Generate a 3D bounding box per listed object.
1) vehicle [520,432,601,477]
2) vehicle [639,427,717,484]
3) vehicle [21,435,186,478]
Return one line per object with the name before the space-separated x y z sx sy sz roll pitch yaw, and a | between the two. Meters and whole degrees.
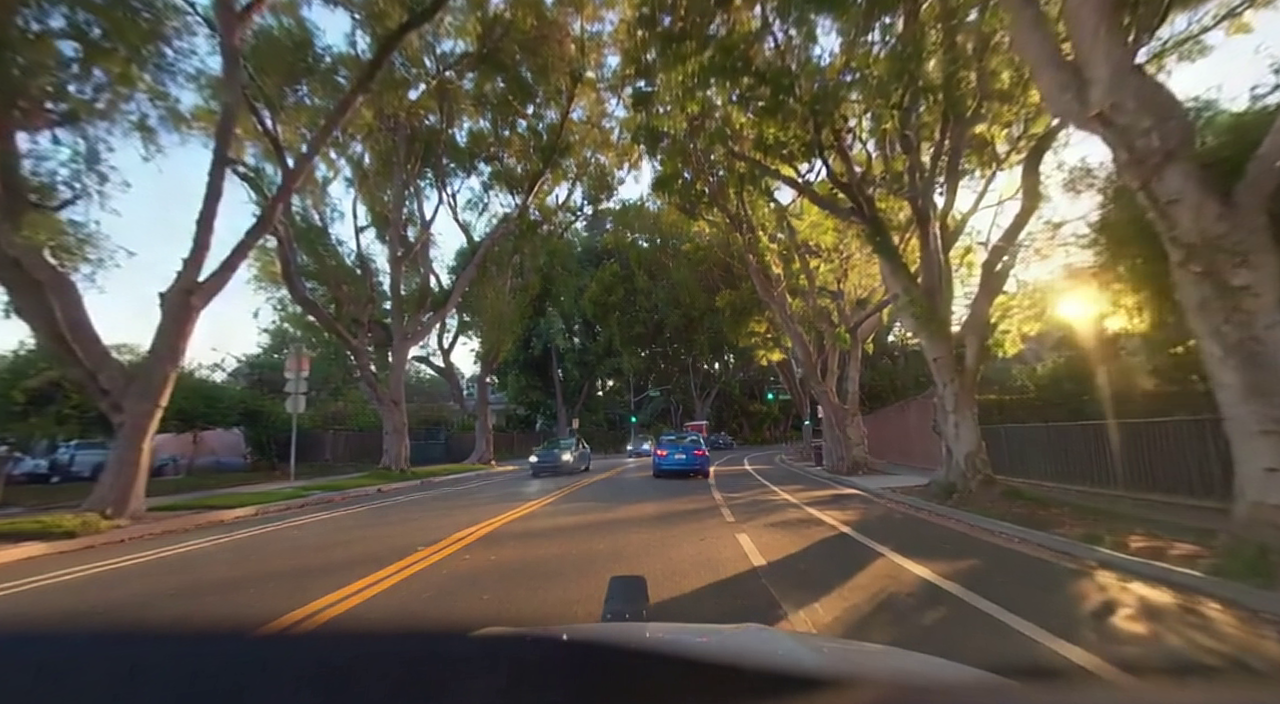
vehicle | -2.827 3.752 23.457 1.961 1.498 4.401 -1 -8 7
vehicle | 1.133 3.034 18.803 2.070 1.516 3.936 0 -8 3
vehicle | -19.969 3.858 23.778 1.937 1.450 4.422 -1 -8 9
